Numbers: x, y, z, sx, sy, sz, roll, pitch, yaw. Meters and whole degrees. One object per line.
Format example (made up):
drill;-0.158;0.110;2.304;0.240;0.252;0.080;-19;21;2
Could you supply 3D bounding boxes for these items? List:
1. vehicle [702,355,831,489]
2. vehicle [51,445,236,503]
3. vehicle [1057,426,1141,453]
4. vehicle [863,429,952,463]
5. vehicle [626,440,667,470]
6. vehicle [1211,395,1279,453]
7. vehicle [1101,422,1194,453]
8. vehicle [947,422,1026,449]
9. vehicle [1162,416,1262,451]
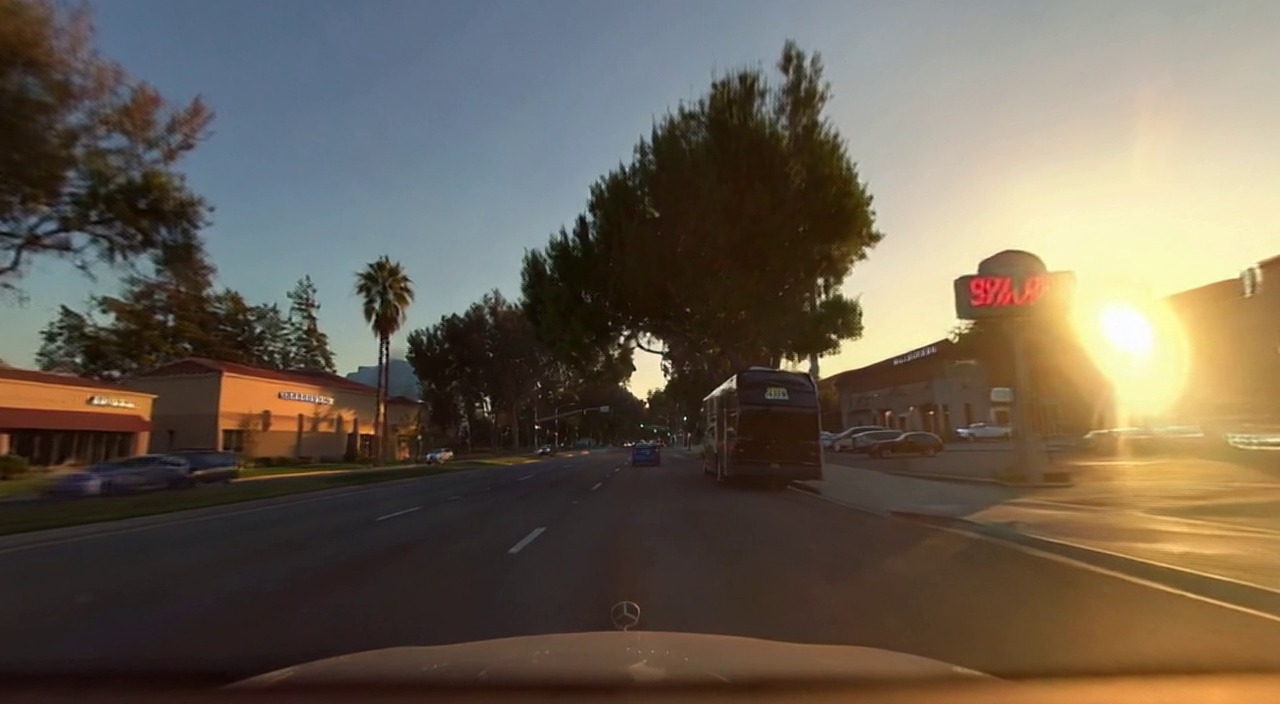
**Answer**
vehicle;4.086;2.650;22.711;2.896;3.921;8.415;0;-9;0
vehicle;-14.530;3.557;18.903;1.836;1.498;4.518;0;-9;0
vehicle;25.946;4.951;35.682;4.328;1.475;1.918;4;-10;-27
vehicle;13.984;4.929;33.076;4.037;1.538;1.912;-7;-10;26
vehicle;0.298;5.642;34.787;2.103;1.506;4.742;0;-9;0
vehicle;25.961;3.020;25.883;5.146;2.180;2.306;5;-10;-33
vehicle;26.189;4.431;32.602;4.196;1.520;1.953;4;-9;-25
vehicle;26.805;6.501;48.843;5.775;1.921;2.339;4;-10;-26
vehicle;26.994;3.900;29.812;4.363;1.534;1.914;4;-10;-27
